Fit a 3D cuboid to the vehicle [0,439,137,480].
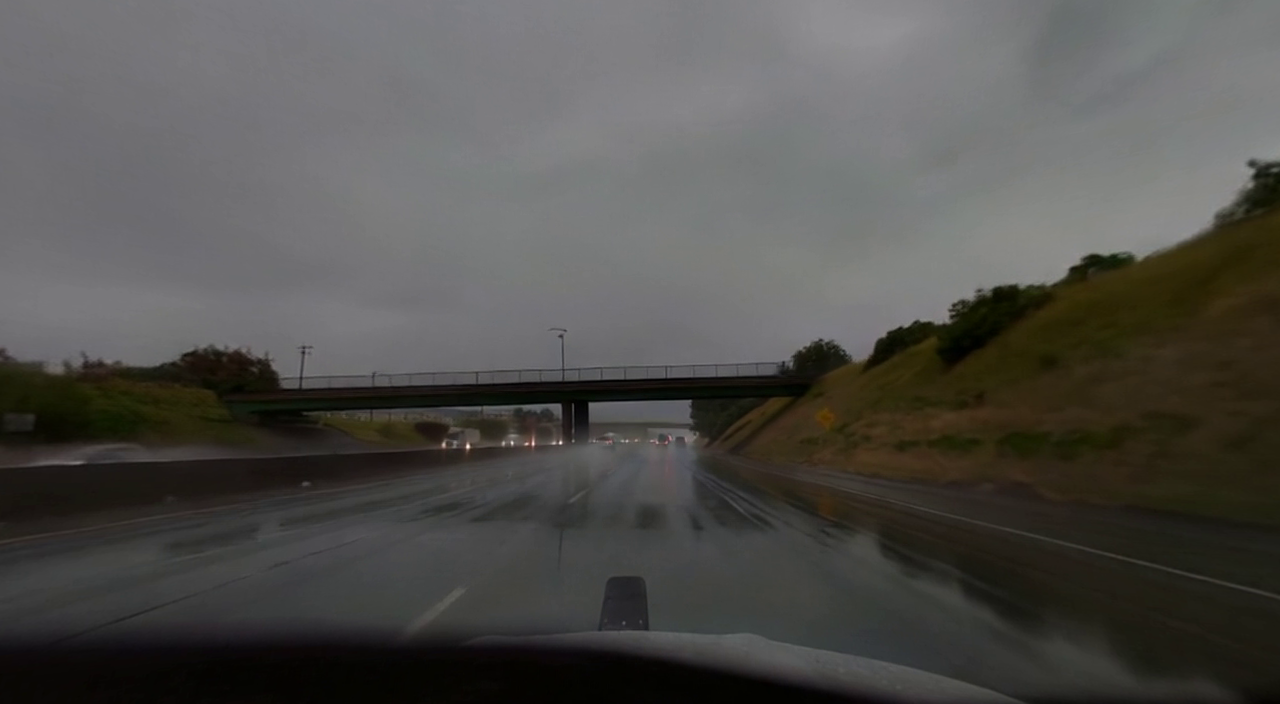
[{"bbox_3d":[-28.811,5.353,31.676,2.099,1.830,5.661,-1,-9,4],"label":"vehicle"}]
